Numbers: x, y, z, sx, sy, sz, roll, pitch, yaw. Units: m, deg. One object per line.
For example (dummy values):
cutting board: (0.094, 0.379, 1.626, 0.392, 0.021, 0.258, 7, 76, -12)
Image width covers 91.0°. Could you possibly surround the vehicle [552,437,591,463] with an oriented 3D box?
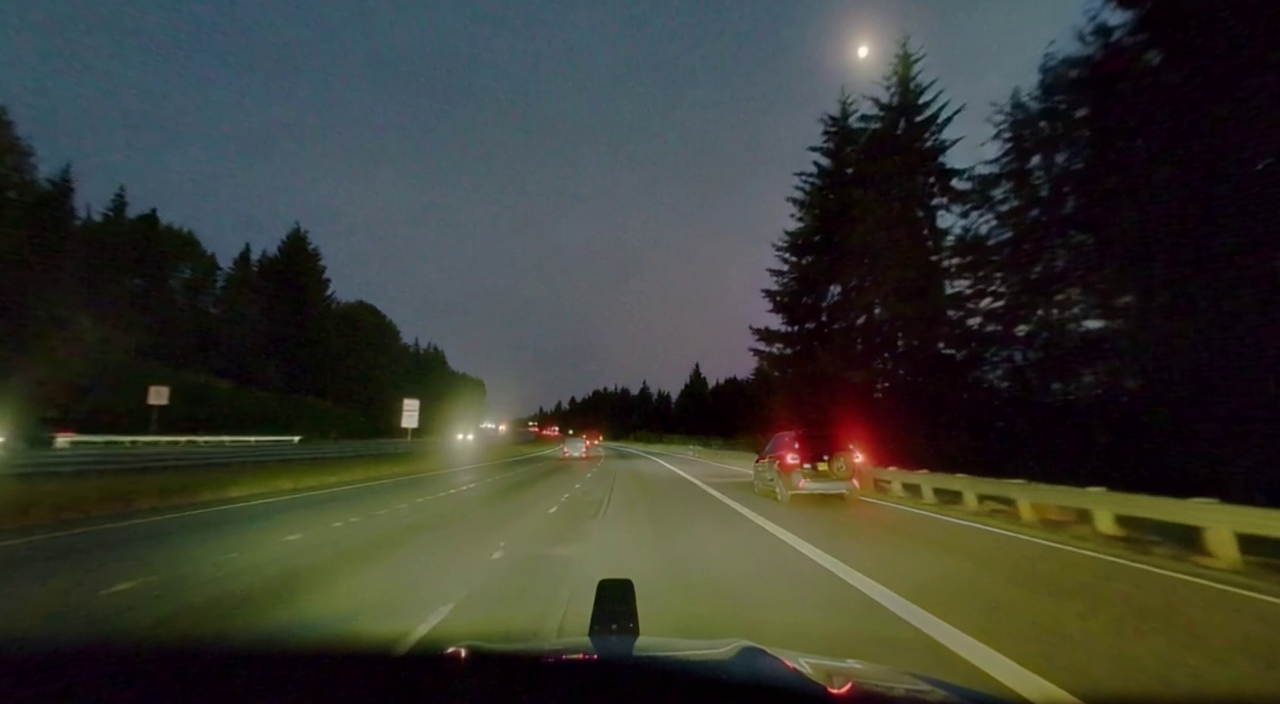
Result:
vehicle: (-4.572, 6.665, 42.849, 2.217, 1.604, 4.614, 0, -8, -1)
